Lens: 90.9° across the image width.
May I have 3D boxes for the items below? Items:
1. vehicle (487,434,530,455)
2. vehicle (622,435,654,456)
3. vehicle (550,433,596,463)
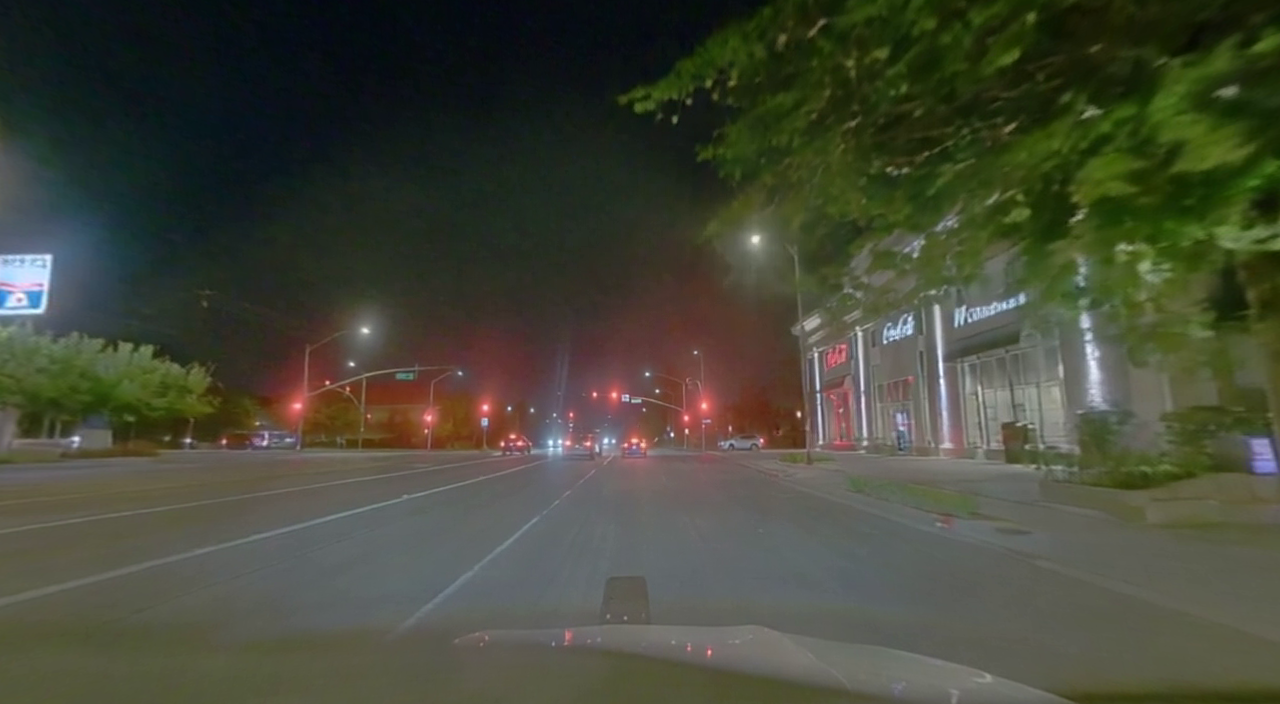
[{"bbox_3d":[-9.965,7.066,48.111,2.096,1.474,4.585,0,-8,3],"label":"vehicle"},{"bbox_3d":[-0.130,6.945,47.057,2.258,1.507,3.896,0,-7,2],"label":"vehicle"},{"bbox_3d":[-3.573,5.251,34.559,2.029,1.517,4.375,0,-8,0],"label":"vehicle"}]
